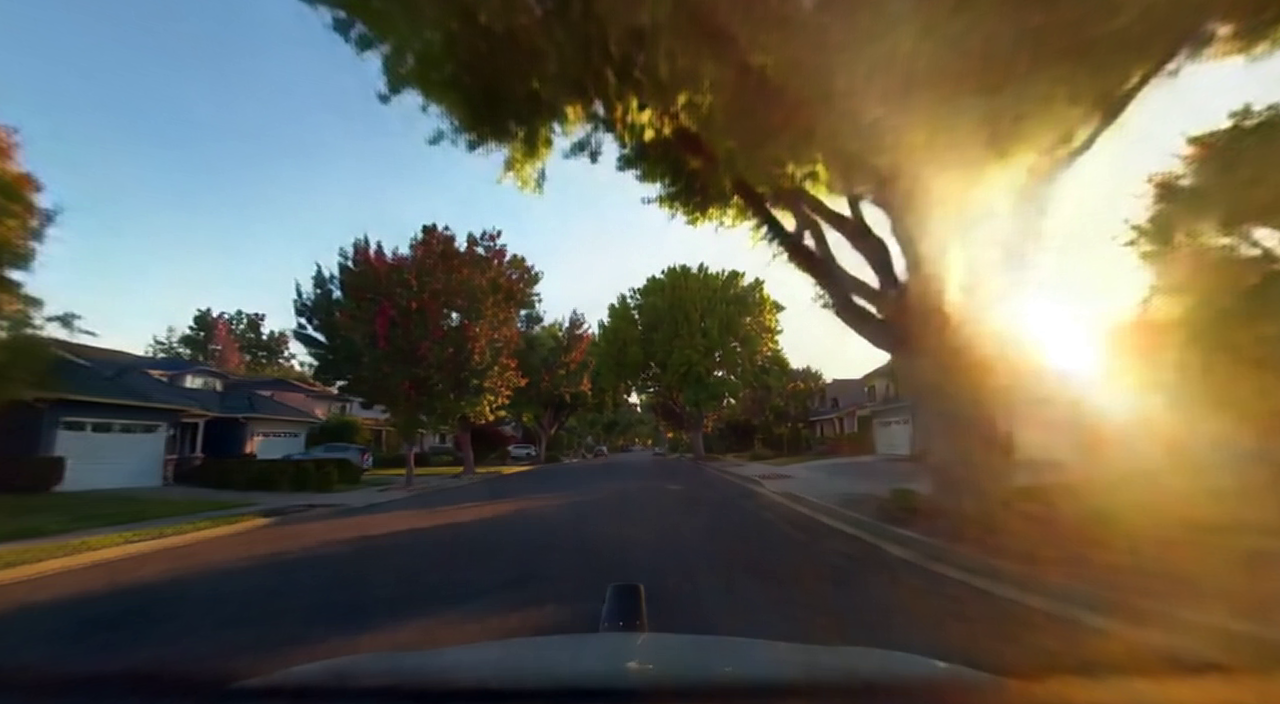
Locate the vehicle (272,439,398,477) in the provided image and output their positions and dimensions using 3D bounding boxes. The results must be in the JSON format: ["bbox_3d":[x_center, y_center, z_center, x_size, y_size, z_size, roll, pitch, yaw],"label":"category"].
[{"bbox_3d":[-14.092,4.898,29.259,4.850,1.676,1.920,-1,-9,3],"label":"vehicle"}]
